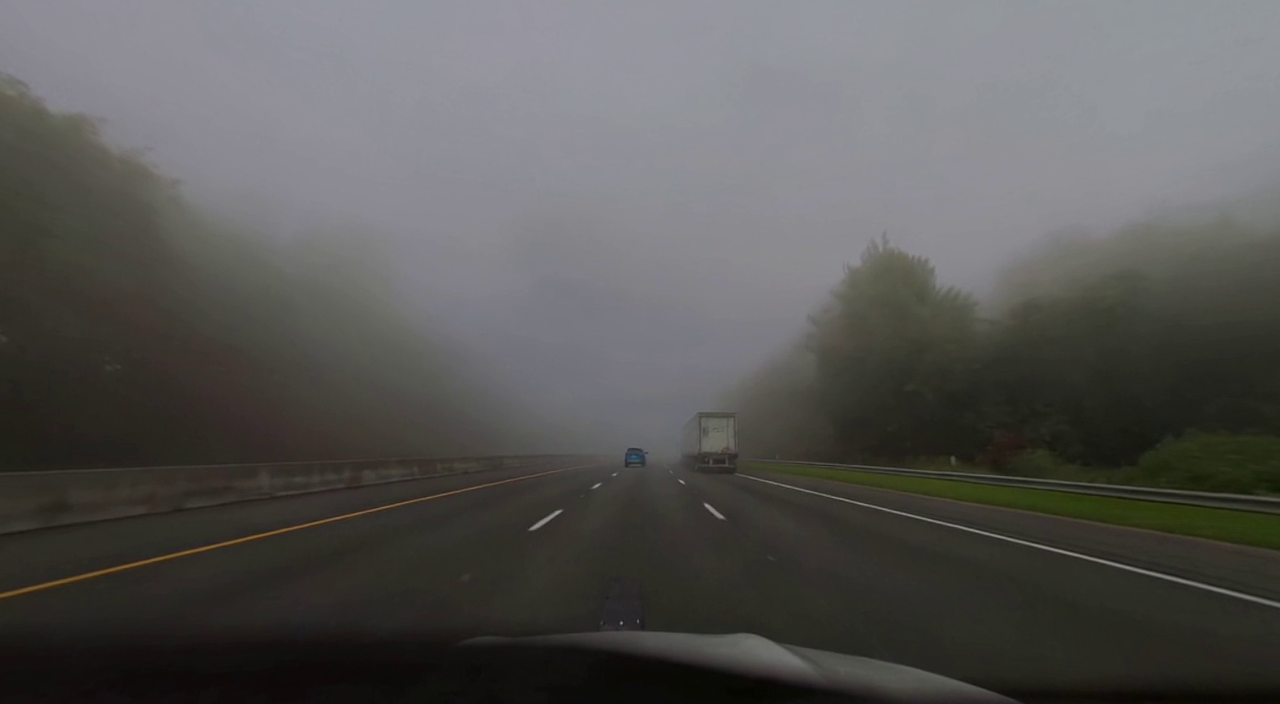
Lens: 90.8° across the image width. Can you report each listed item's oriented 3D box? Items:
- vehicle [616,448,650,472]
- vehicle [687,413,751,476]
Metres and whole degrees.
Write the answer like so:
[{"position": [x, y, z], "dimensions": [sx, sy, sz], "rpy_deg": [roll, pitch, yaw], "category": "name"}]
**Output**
[{"position": [-0.456, 8.067, 47.315], "dimensions": [2.297, 1.683, 4.385], "rpy_deg": [0, -9, 2], "category": "vehicle"}, {"position": [4.791, 5.901, 40.044], "dimensions": [2.960, 3.547, 8.560], "rpy_deg": [0, -9, 0], "category": "vehicle"}]
